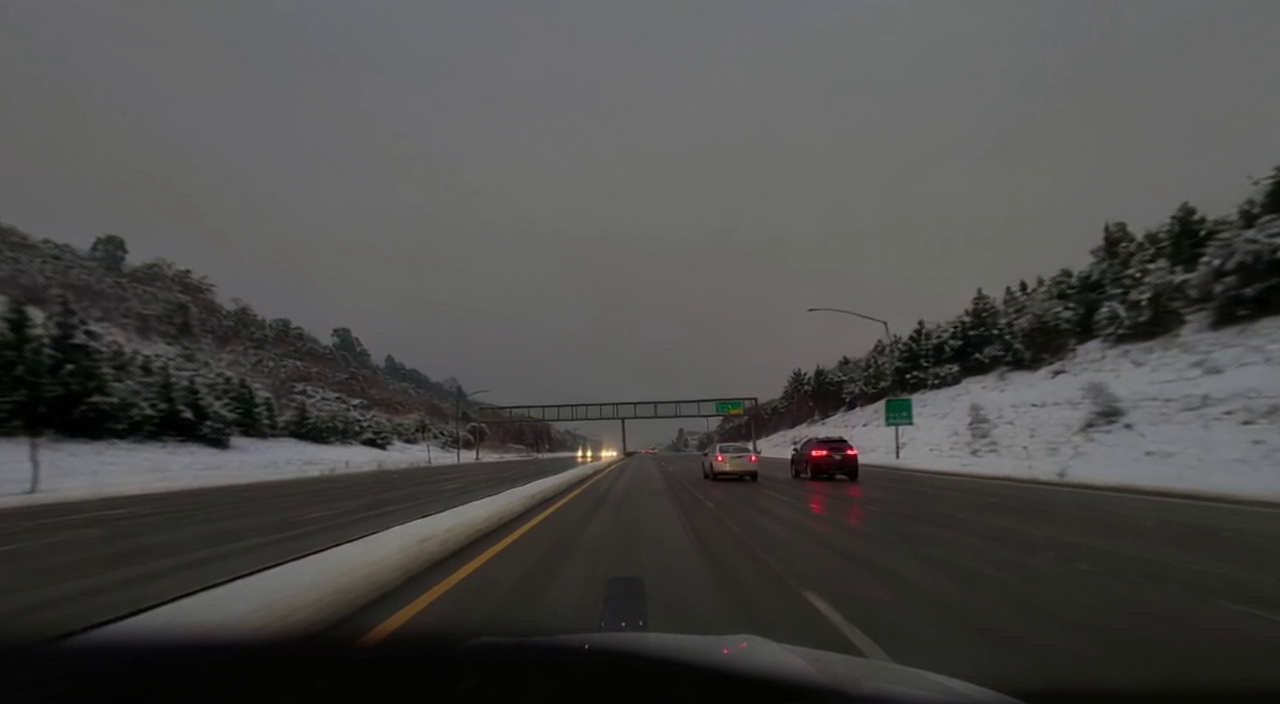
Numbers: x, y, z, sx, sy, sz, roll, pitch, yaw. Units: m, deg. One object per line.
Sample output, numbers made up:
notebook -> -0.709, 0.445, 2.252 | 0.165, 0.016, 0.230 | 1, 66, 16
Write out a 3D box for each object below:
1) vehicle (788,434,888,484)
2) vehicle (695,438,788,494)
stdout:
vehicle -> 6.807, 3.725, 22.283 | 1.988, 1.530, 4.777 | 0, -8, 0
vehicle -> 2.870, 3.336, 18.828 | 2.044, 1.444, 4.216 | 0, -8, -1
